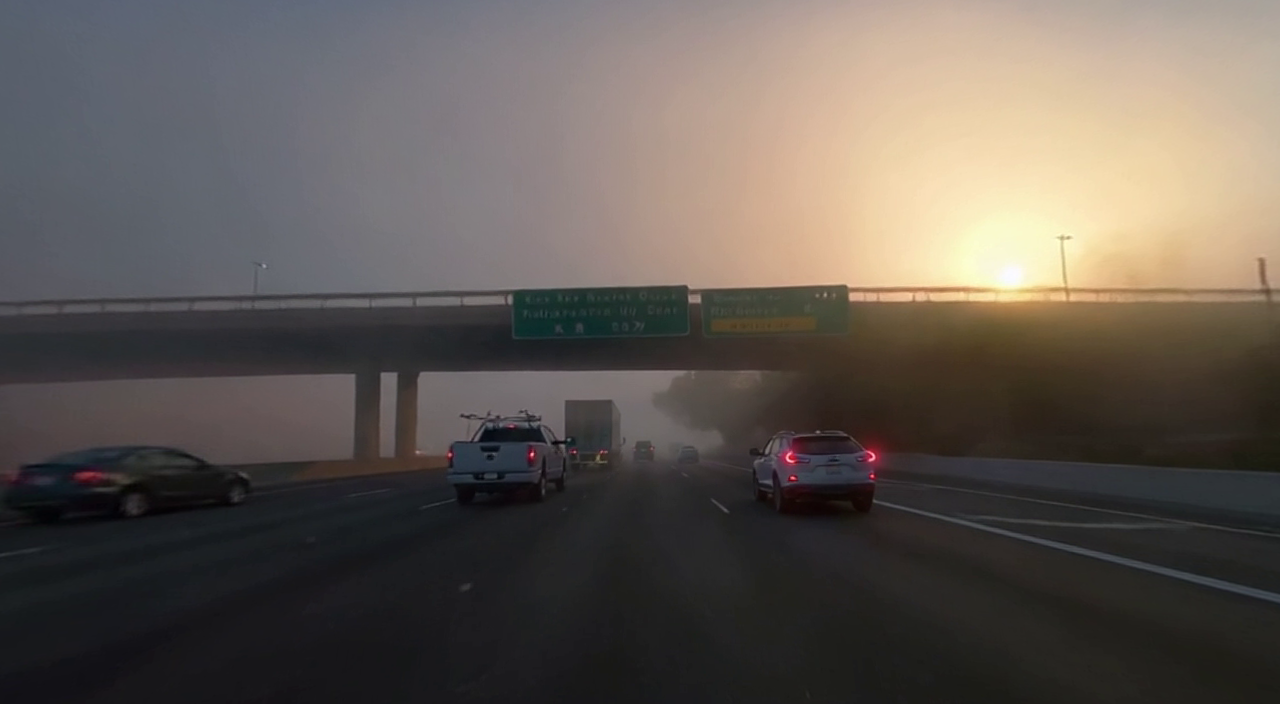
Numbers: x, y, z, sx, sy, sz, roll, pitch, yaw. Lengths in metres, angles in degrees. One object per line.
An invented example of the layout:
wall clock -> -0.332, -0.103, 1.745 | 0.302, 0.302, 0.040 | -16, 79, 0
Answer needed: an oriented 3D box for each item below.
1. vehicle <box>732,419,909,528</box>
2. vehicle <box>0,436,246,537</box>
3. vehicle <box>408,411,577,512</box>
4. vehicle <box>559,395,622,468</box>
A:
vehicle -> 3.110, 2.204, 11.965 | 2.028, 1.658, 4.334 | 0, -8, 0
vehicle -> -10.078, 2.392, 11.979 | 1.981, 1.495, 4.834 | 0, -8, 1
vehicle -> -3.334, 2.717, 16.166 | 2.645, 2.023, 6.491 | 0, -8, 1
vehicle -> -3.039, 5.667, 43.633 | 2.869, 4.108, 15.564 | 0, -8, 1
